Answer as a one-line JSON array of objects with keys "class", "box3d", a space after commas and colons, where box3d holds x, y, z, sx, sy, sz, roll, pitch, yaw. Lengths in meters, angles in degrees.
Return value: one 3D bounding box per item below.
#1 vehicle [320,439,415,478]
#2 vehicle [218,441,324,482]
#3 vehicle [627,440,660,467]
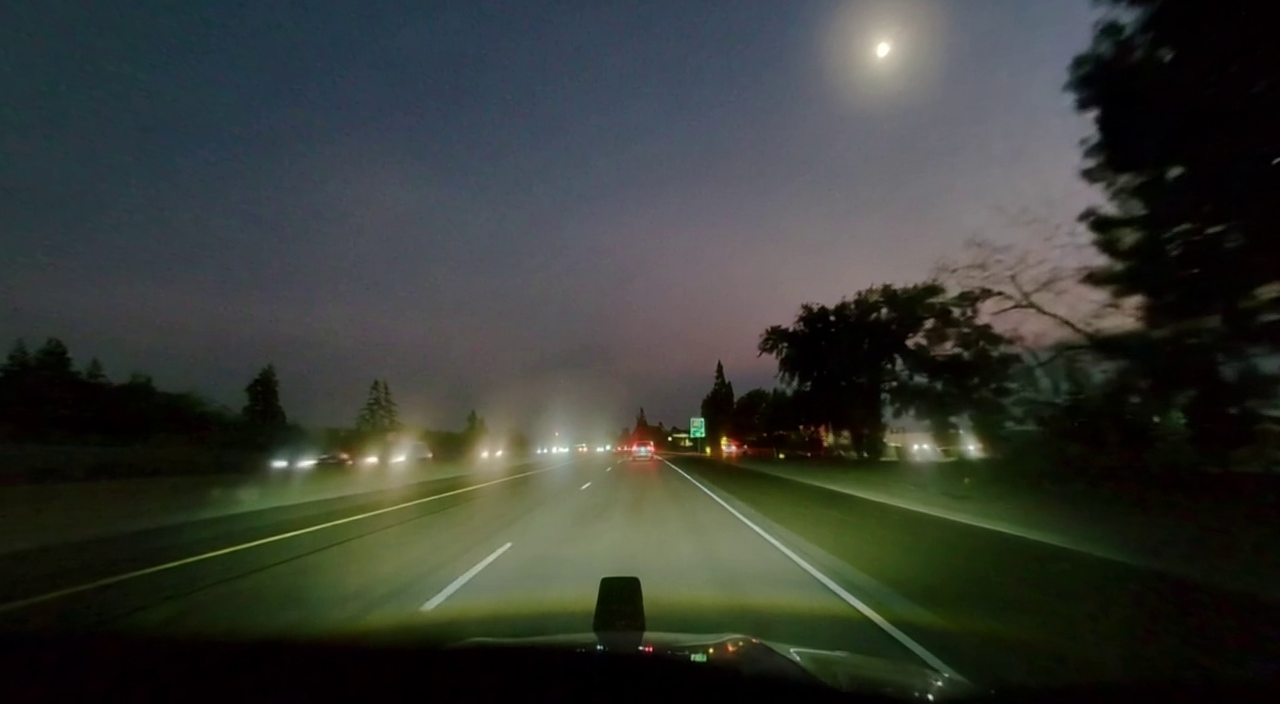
[{"class": "vehicle", "box3d": [-13.574, 5.317, 31.771, 2.227, 1.784, 5.689, 0, -8, 0]}, {"class": "vehicle", "box3d": [-18.046, 5.340, 31.020, 2.208, 1.872, 4.899, 0, -8, 1]}, {"class": "vehicle", "box3d": [0.201, 6.576, 40.980, 2.029, 1.666, 4.064, 0, -8, -1]}]
